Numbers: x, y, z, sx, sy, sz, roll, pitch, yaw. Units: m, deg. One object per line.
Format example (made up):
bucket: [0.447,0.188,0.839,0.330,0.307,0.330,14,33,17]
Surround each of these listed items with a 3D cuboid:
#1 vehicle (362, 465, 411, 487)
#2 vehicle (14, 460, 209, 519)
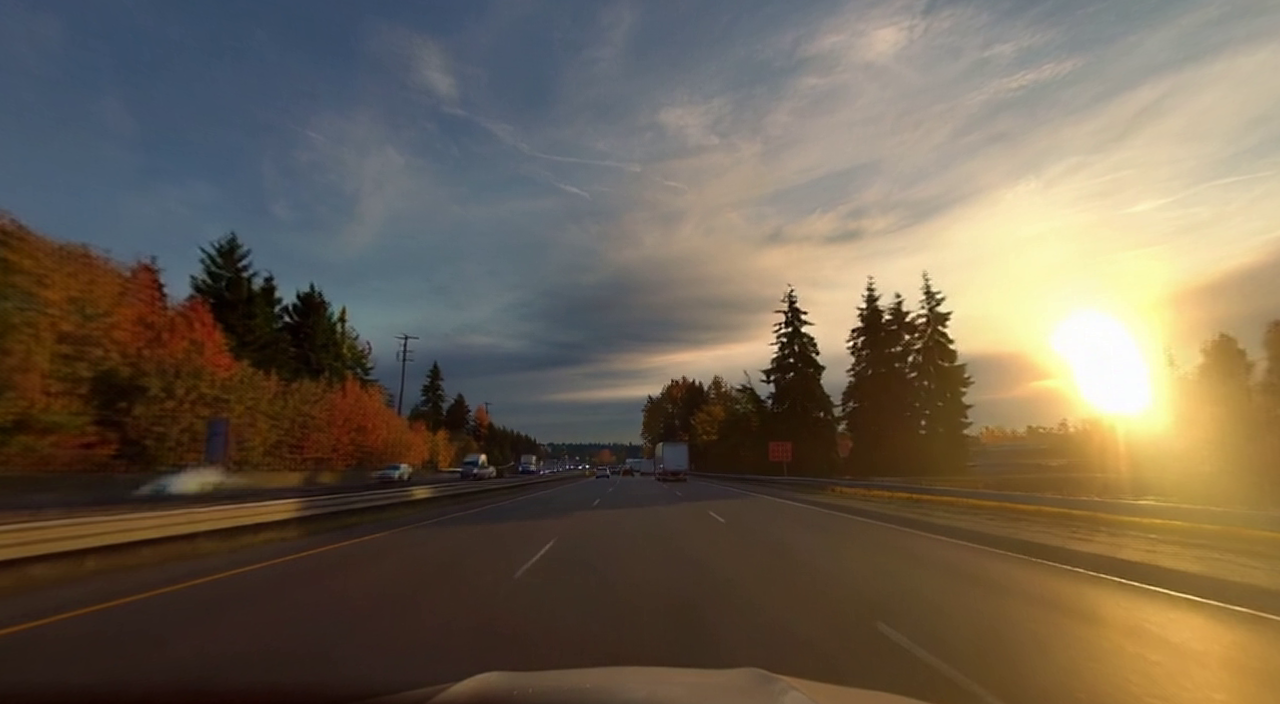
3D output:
vehicle: [-19.742,9.661,49.262,1.944,1.636,4.409,1,-10,0]
vehicle: [-15.299,3.989,18.661,1.822,1.490,4.560,1,-10,0]
